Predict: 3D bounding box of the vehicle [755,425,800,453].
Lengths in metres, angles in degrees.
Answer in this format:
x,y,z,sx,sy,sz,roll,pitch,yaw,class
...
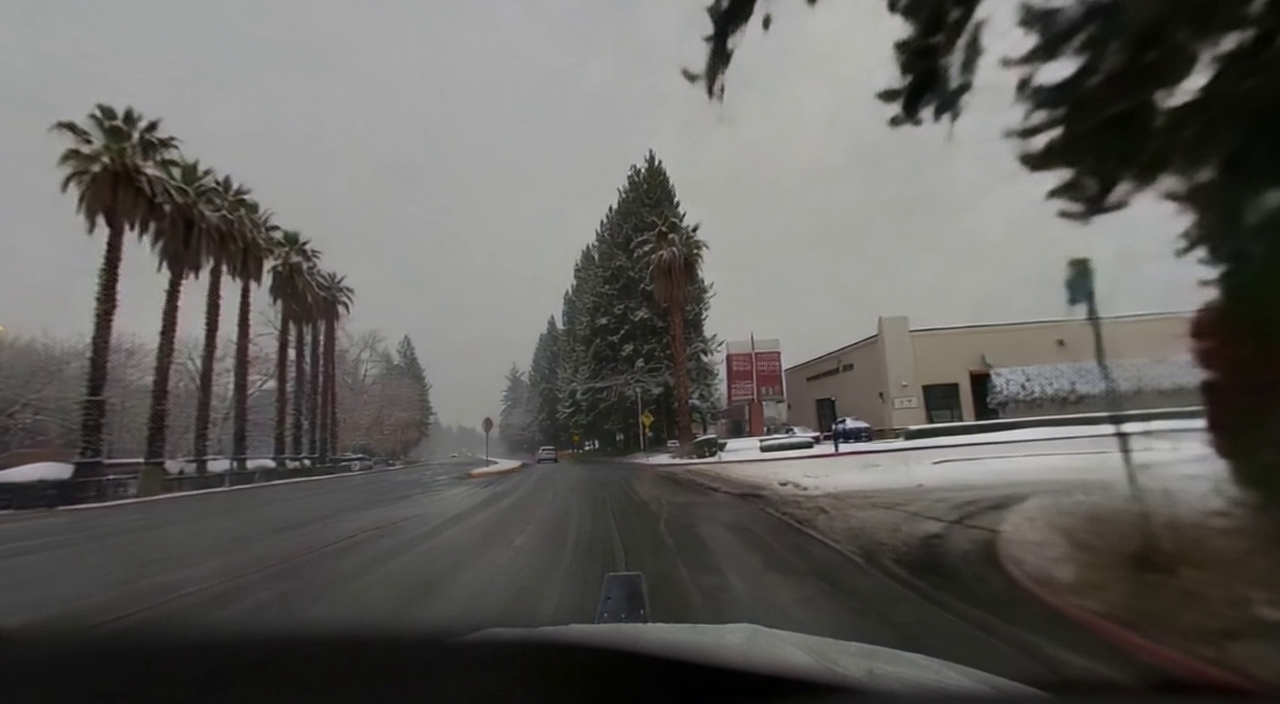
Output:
x,y,z,sx,sy,sz,roll,pitch,yaw,class
8.884,5.691,41.012,2.196,1.715,4.918,-1,-8,5,vehicle

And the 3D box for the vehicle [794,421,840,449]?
x,y,z,sx,sy,sz,roll,pitch,yaw,class
11.474,5.447,41.039,2.065,1.687,4.584,-1,-8,5,vehicle

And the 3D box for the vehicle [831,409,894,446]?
x,y,z,sx,sy,sz,roll,pitch,yaw,class
14.412,4.986,40.964,2.237,1.962,5.424,-8,-8,3,vehicle
